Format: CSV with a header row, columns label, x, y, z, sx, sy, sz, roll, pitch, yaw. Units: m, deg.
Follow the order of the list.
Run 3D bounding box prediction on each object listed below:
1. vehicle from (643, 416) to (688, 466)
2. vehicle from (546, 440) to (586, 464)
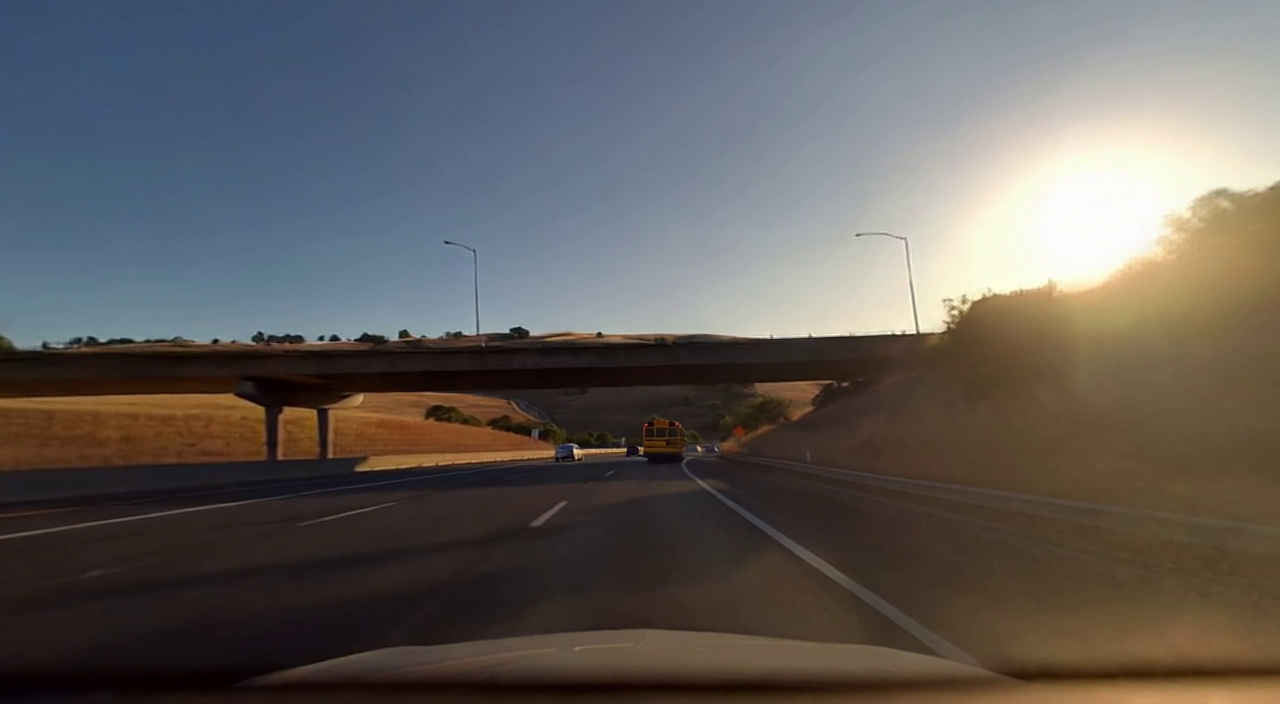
label,x,y,z,sx,sy,sz,roll,pitch,yaw
vehicle,1.990,6.638,47.062,2.945,3.295,10.406,0,-8,3
vehicle,-5.508,7.504,47.566,2.172,1.689,4.625,-1,-8,5
